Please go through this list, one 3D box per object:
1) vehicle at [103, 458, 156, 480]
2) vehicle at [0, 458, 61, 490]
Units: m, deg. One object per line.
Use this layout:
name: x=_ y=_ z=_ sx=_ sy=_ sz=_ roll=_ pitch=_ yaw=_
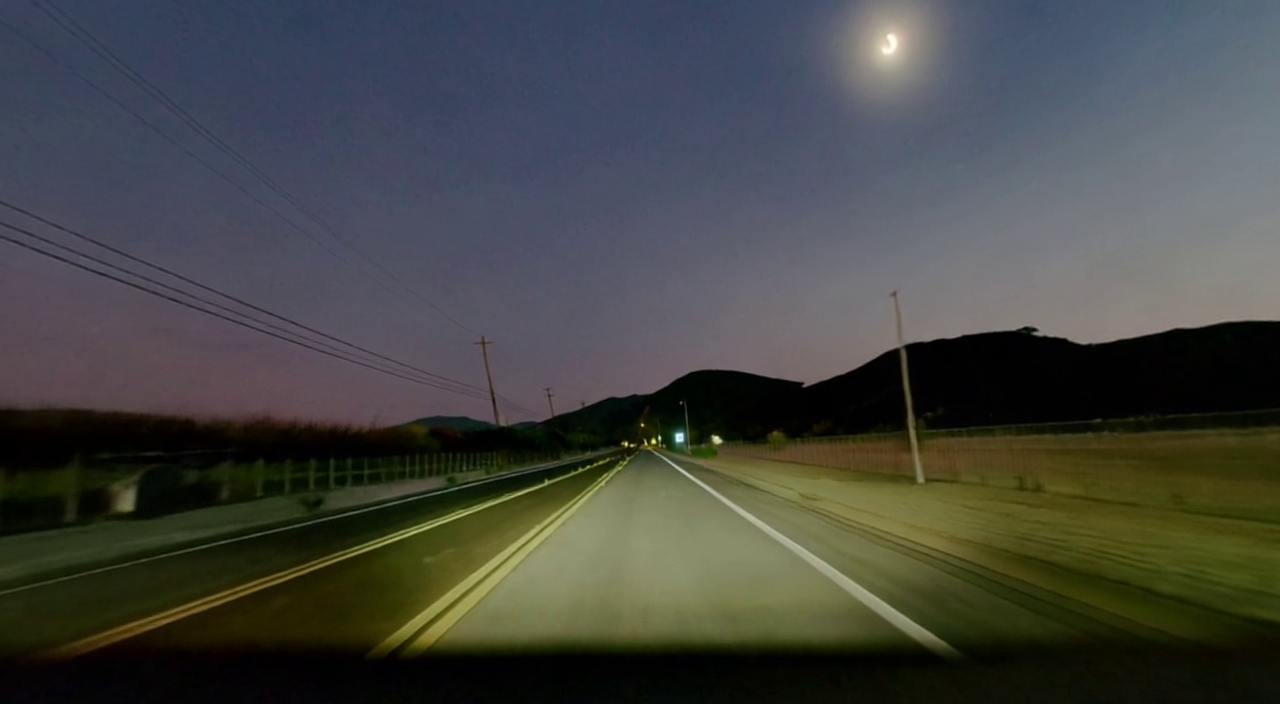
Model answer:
vehicle: x=-40.553 y=9.278 z=49.962 sx=1.674 sy=1.438 sz=3.745 roll=-2 pitch=-8 yaw=-11
vehicle: x=-41.575 y=7.988 z=41.176 sx=4.954 sy=1.917 sz=2.300 roll=0 pitch=-8 yaw=3
